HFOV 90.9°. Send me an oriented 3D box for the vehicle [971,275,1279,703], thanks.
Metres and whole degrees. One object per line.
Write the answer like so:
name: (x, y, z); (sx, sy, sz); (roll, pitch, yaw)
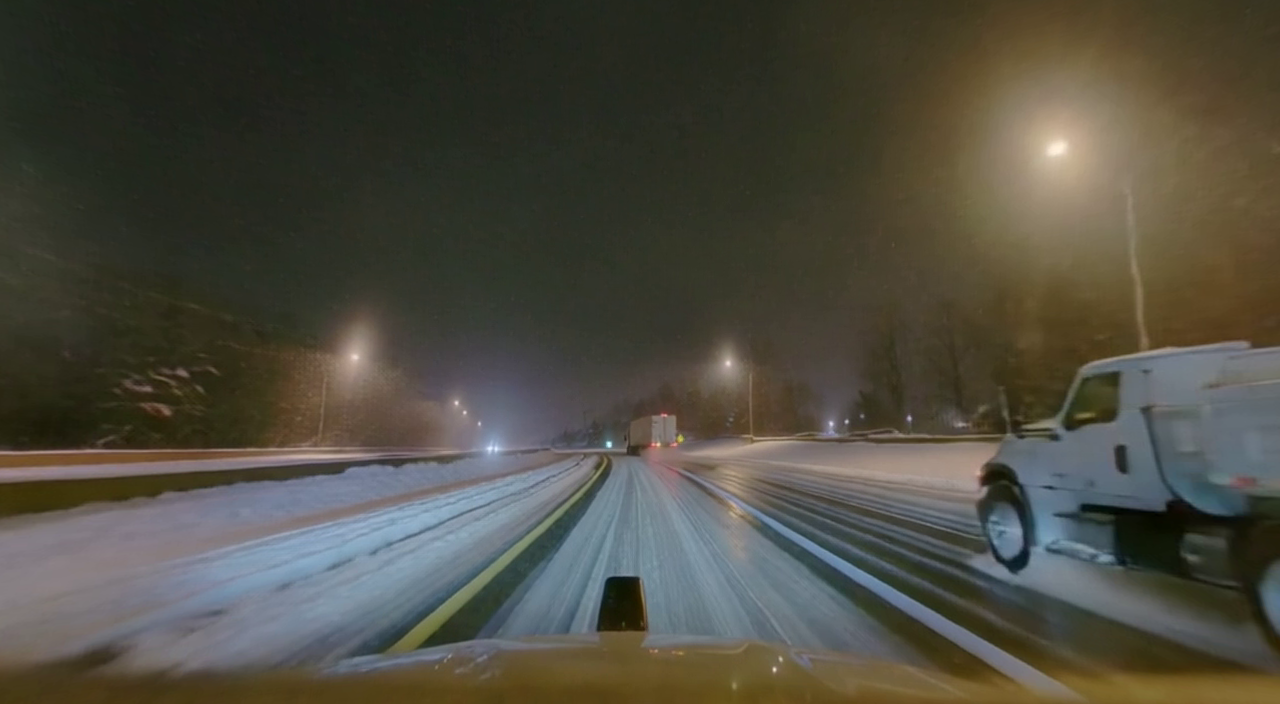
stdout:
vehicle: (4.030, 0.602, 2.483); (2.383, 1.959, 5.669); (0, -8, 0)
